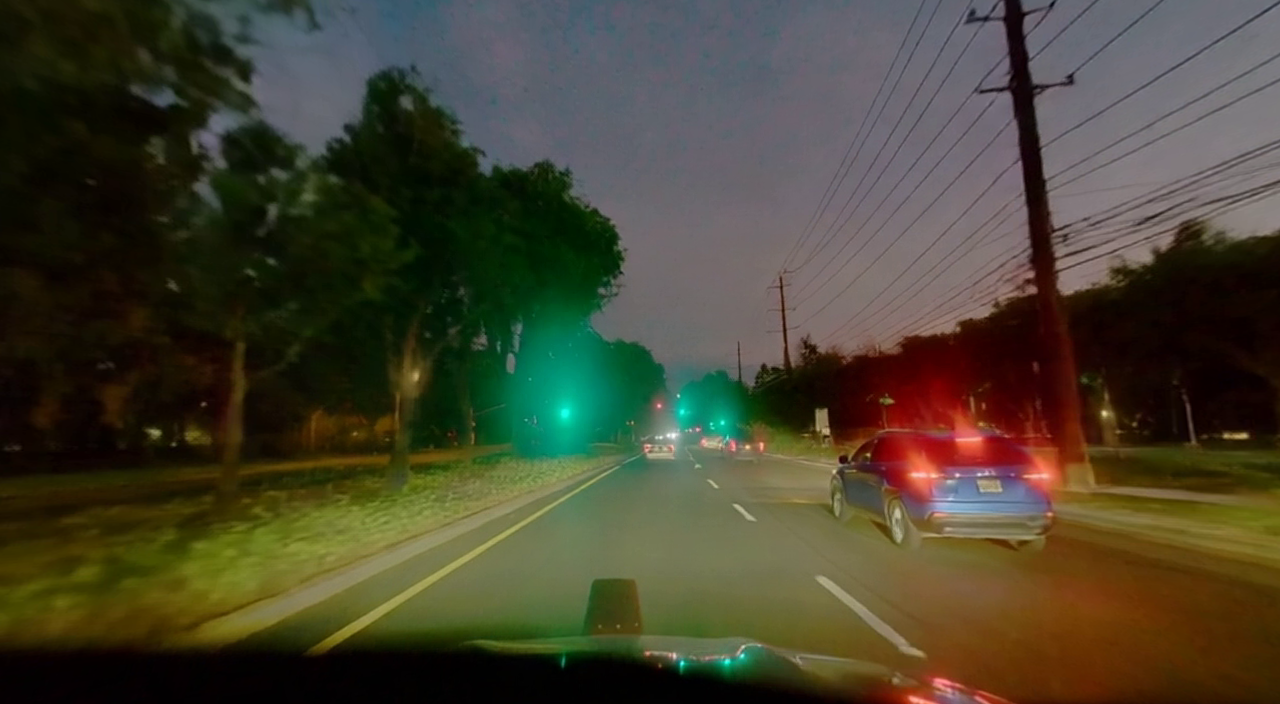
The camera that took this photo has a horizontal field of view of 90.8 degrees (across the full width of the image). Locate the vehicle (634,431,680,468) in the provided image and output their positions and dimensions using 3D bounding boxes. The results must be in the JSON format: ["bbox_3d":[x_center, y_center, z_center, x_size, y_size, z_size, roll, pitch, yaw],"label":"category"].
[{"bbox_3d":[0.852,4.981,32.278,2.163,1.746,4.073,-1,-8,1],"label":"vehicle"}]

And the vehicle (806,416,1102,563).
[{"bbox_3d":[3.868,1.755,8.819,1.881,1.512,4.294,0,-8,0],"label":"vehicle"}]

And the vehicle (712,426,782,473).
[{"bbox_3d":[4.593,4.287,27.964,2.254,1.840,4.918,-1,-8,0],"label":"vehicle"}]
